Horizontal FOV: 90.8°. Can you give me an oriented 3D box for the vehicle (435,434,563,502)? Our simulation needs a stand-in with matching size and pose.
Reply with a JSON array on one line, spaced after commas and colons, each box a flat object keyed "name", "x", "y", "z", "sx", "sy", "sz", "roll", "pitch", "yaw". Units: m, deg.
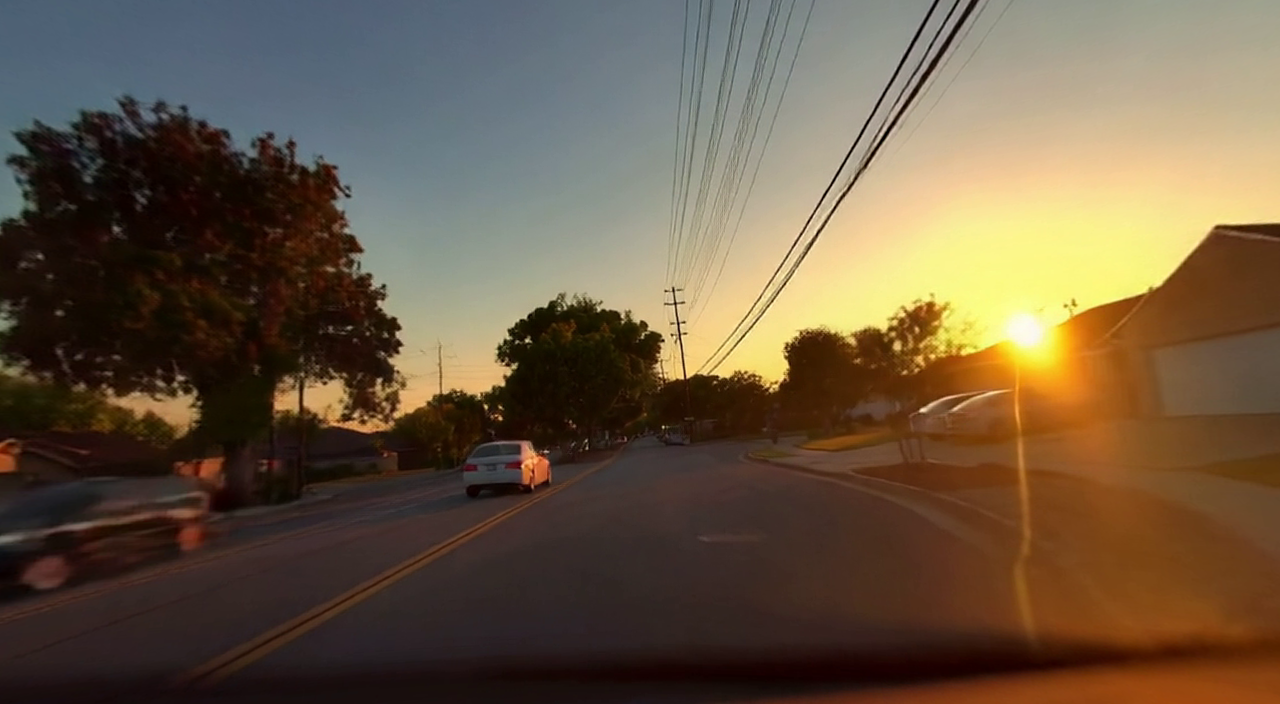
[{"name": "vehicle", "x": -3.354, "y": 2.860, "z": 16.139, "sx": 2.041, "sy": 1.471, "sz": 4.602, "roll": 0, "pitch": -8, "yaw": 2}]

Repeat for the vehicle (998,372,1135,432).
[{"name": "vehicle", "x": 13.497, "y": 1.702, "z": 20.335, "sx": 1.894, "sy": 1.664, "sz": 4.159, "roll": 0, "pitch": -8, "yaw": 7}]

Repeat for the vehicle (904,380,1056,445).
[{"name": "vehicle", "x": 10.539, "y": 2.050, "z": 20.171, "sx": 2.121, "sy": 1.799, "sz": 5.124, "roll": 0, "pitch": -8, "yaw": 2}]

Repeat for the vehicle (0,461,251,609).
[{"name": "vehicle", "x": -8.175, "y": 2.438, "z": 9.342, "sx": 1.960, "sy": 1.506, "sz": 4.714, "roll": 0, "pitch": -8, "yaw": -2}]
